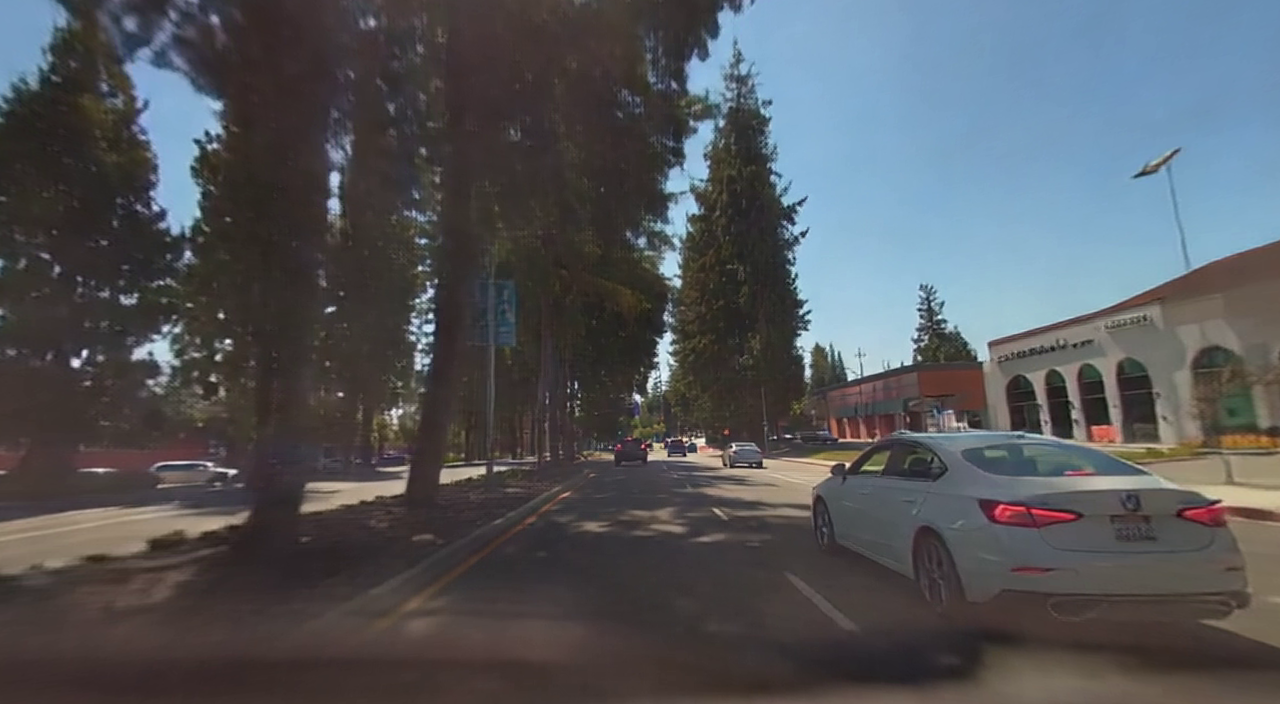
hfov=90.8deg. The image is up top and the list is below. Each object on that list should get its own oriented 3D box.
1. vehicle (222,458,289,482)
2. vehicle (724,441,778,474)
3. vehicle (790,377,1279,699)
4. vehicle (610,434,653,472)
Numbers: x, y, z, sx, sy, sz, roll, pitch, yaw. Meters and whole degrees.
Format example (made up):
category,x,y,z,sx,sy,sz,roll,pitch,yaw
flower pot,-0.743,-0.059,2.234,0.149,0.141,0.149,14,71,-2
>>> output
category,x,y,z,sx,sy,sz,roll,pitch,yaw
vehicle,-30.113,9.244,49.515,4.040,1.444,1.905,-4,-8,-1
vehicle,5.228,5.014,30.333,1.883,1.452,4.258,0,-8,1
vehicle,2.989,1.291,5.600,2.153,1.658,4.485,0,-8,-1
vehicle,-0.420,5.199,32.558,2.106,1.798,4.168,0,-8,0
